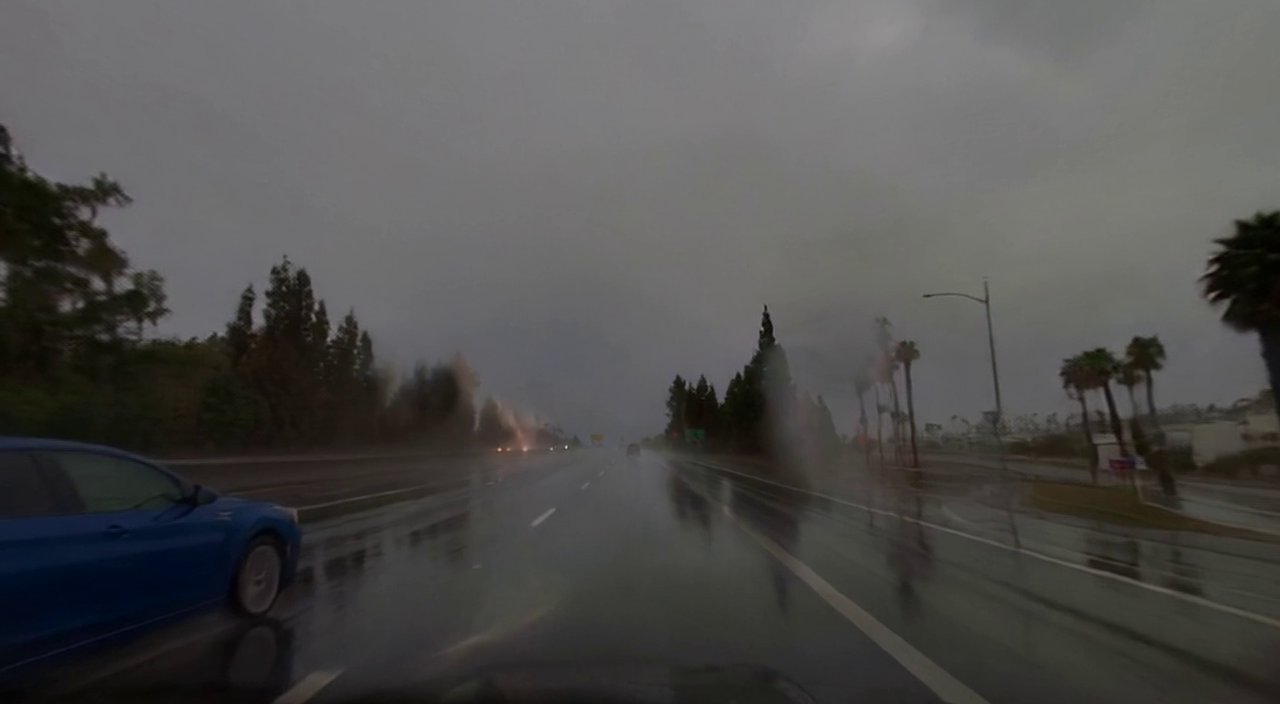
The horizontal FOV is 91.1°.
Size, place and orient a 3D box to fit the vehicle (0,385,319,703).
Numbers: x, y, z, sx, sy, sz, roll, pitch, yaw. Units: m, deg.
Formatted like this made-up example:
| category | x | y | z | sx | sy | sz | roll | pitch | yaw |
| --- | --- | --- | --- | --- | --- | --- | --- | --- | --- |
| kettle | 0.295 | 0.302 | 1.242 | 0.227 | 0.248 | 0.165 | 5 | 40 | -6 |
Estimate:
| category | x | y | z | sx | sy | sz | roll | pitch | yaw |
| --- | --- | --- | --- | --- | --- | --- | --- | --- | --- |
| vehicle | -3.836 | 0.967 | 2.945 | 2.092 | 1.562 | 4.748 | 0 | -8 | 1 |
